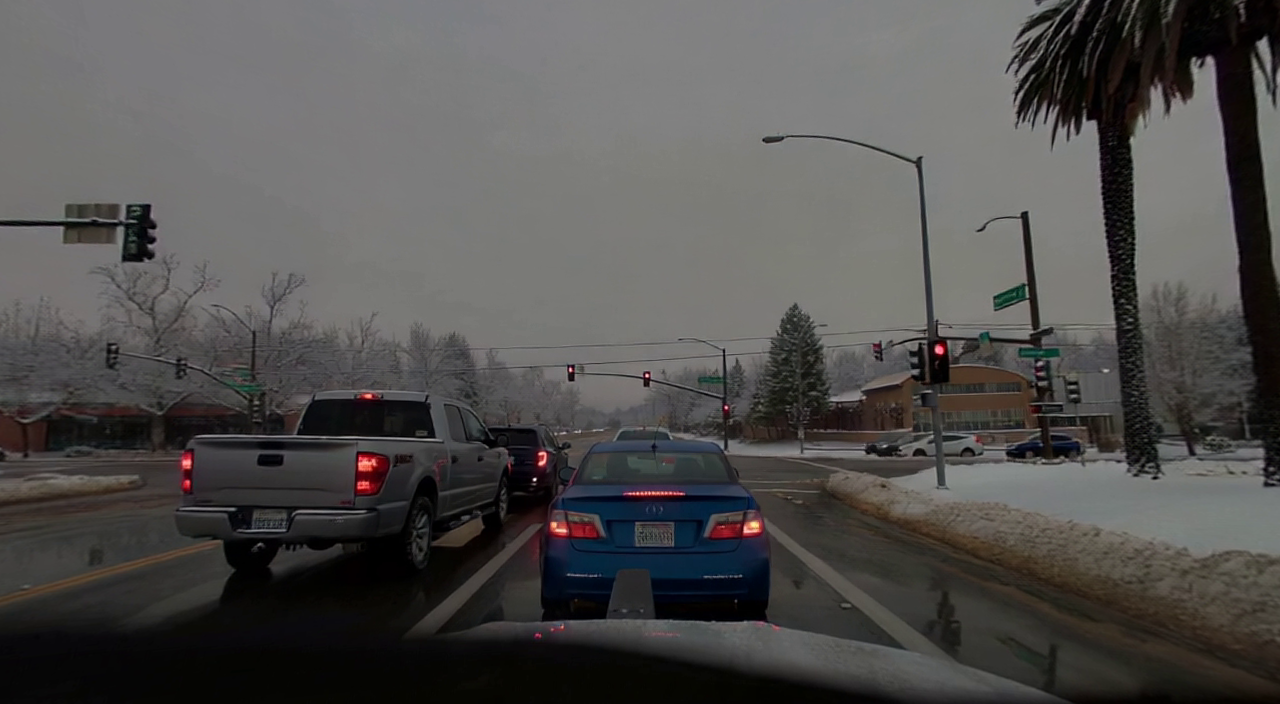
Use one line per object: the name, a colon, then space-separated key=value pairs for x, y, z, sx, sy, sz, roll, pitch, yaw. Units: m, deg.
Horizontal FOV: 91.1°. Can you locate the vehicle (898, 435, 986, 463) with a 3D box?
vehicle: x=18.847 y=6.079 z=39.305 sx=4.466 sy=1.717 sz=1.963 roll=0 pitch=-8 yaw=2

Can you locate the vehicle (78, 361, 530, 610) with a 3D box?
vehicle: x=-3.209 y=1.471 z=7.914 sx=2.330 sy=1.969 sz=5.626 roll=-1 pitch=-8 yaw=3

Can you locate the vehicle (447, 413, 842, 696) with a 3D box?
vehicle: x=0.053 y=1.399 z=5.528 sx=2.122 sy=1.501 sz=4.152 roll=0 pitch=-8 yaw=1

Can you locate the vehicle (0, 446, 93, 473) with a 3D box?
vehicle: x=-37.079 y=6.632 z=38.878 sx=4.576 sy=1.617 sz=1.937 roll=0 pitch=-8 yaw=2
